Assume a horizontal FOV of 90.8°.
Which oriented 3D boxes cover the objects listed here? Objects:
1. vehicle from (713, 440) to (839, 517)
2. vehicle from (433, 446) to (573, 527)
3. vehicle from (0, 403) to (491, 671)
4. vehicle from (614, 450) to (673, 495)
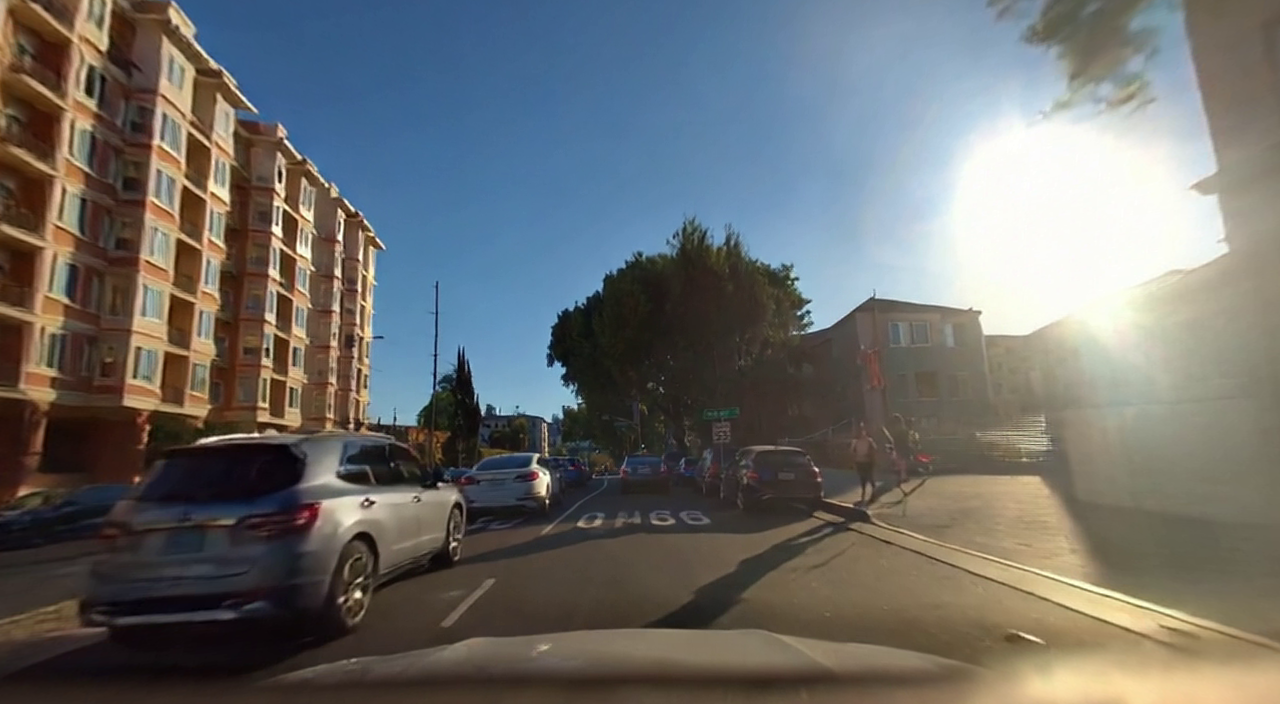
[{"bbox_3d":[2.928,2.815,14.660,1.933,1.501,4.349,0,-8,0],"label":"vehicle"},{"bbox_3d":[-2.812,2.856,14.124,2.109,1.477,4.509,0,-8,0],"label":"vehicle"},{"bbox_3d":[-3.052,1.505,6.302,2.065,1.705,4.353,0,-8,0],"label":"vehicle"},{"bbox_3d":[0.074,4.459,23.655,2.026,1.496,3.701,0,-8,-1],"label":"vehicle"}]
